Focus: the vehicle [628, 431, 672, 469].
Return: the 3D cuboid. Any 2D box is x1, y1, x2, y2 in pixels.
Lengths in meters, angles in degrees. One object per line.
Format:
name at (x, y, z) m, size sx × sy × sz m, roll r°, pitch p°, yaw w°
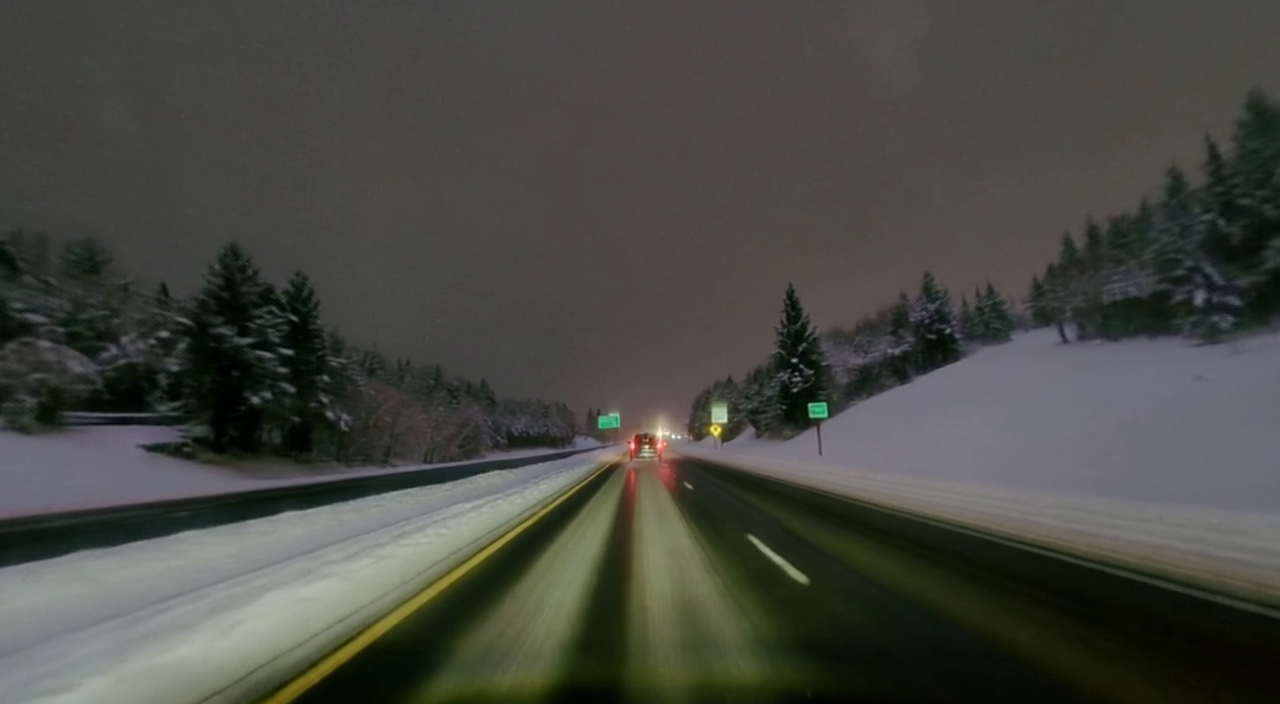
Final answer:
vehicle at (0.564, 5.476, 35.308) m, size 2.301 × 1.944 × 4.554 m, roll 0°, pitch -8°, yaw 1°
